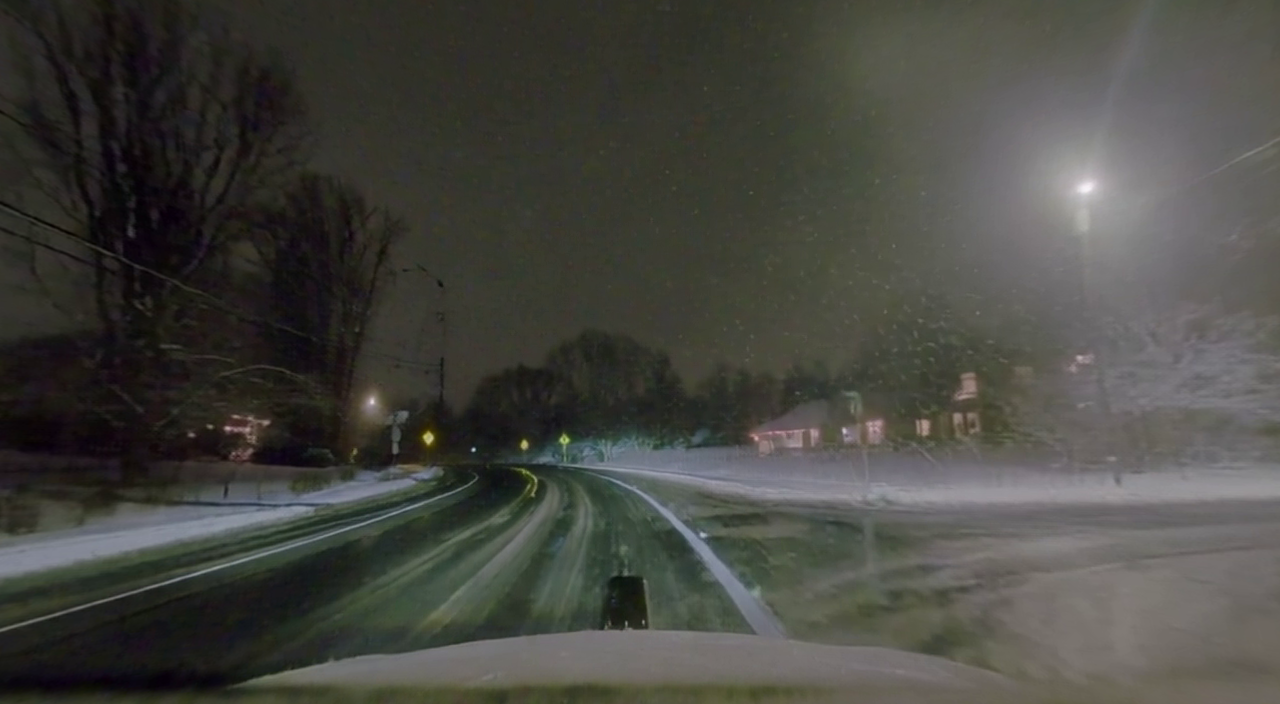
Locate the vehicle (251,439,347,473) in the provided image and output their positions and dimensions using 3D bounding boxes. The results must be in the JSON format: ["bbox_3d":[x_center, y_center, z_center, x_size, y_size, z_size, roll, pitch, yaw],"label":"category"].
[{"bbox_3d":[-19.982,6.061,36.966,4.562,1.857,2.129,-2,-9,14],"label":"vehicle"}]
